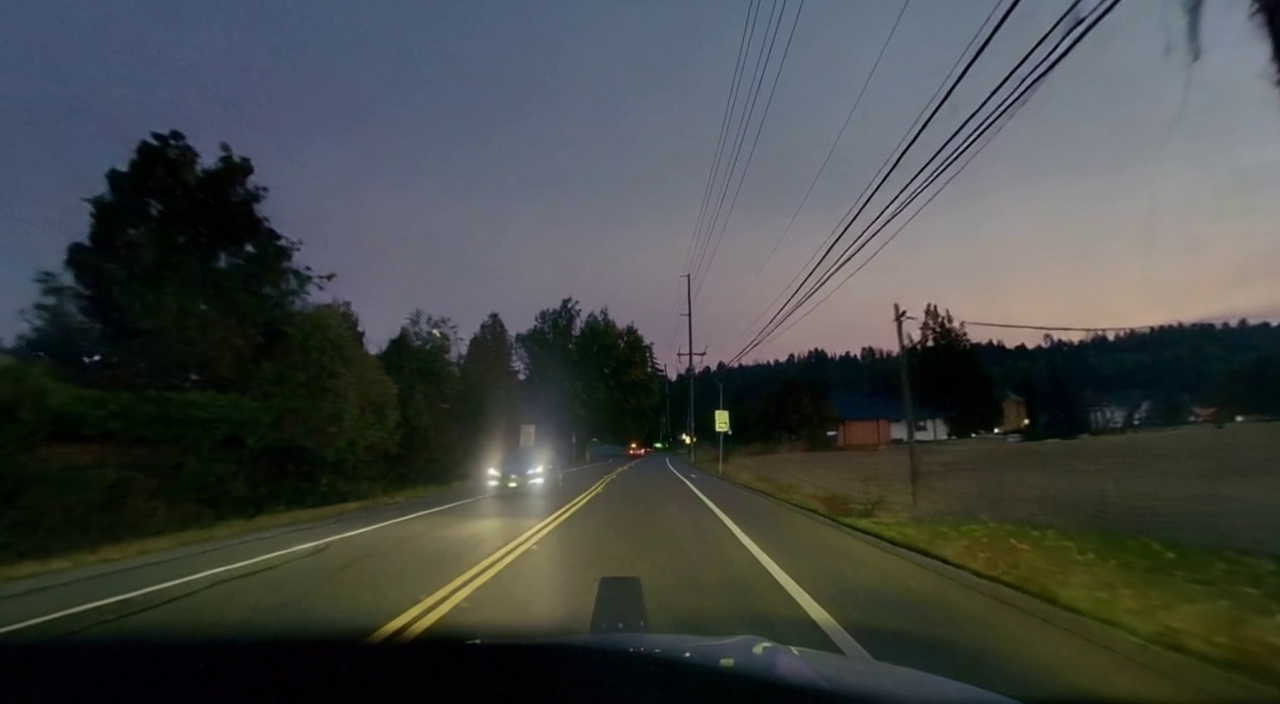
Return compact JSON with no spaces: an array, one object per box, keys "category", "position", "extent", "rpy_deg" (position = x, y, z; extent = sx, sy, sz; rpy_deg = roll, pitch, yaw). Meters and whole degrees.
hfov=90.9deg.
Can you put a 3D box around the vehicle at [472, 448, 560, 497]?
[{"category":"vehicle","position":[-4.066,4.031,21.539],"extent":[1.975,1.481,4.445],"rpy_deg":[-1,-9,2]}]
